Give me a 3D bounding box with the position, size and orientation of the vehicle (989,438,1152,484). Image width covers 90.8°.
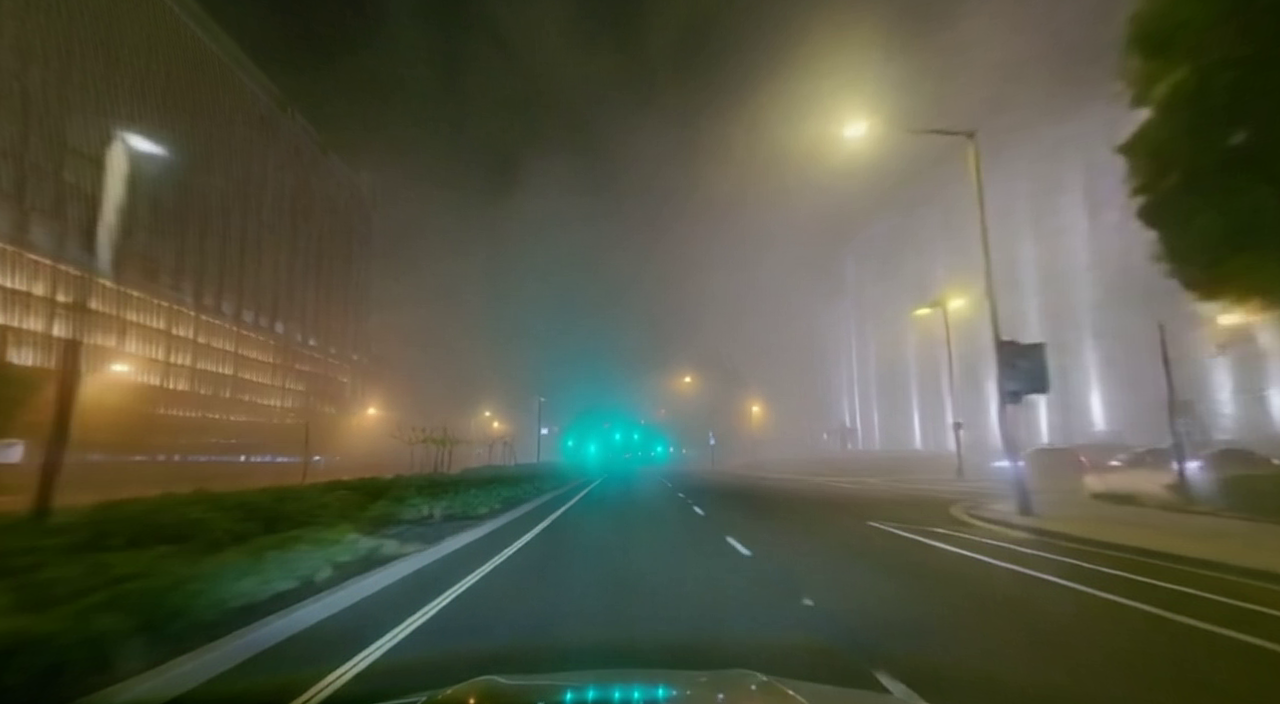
[{"bbox_3d":[21.507,5.431,31.756,6.615,1.967,2.328,-2,-8,-5],"label":"vehicle"}]

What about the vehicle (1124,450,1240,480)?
[{"bbox_3d":[28.256,5.890,33.001,4.468,1.455,2.006,2,-10,-8],"label":"vehicle"}]
